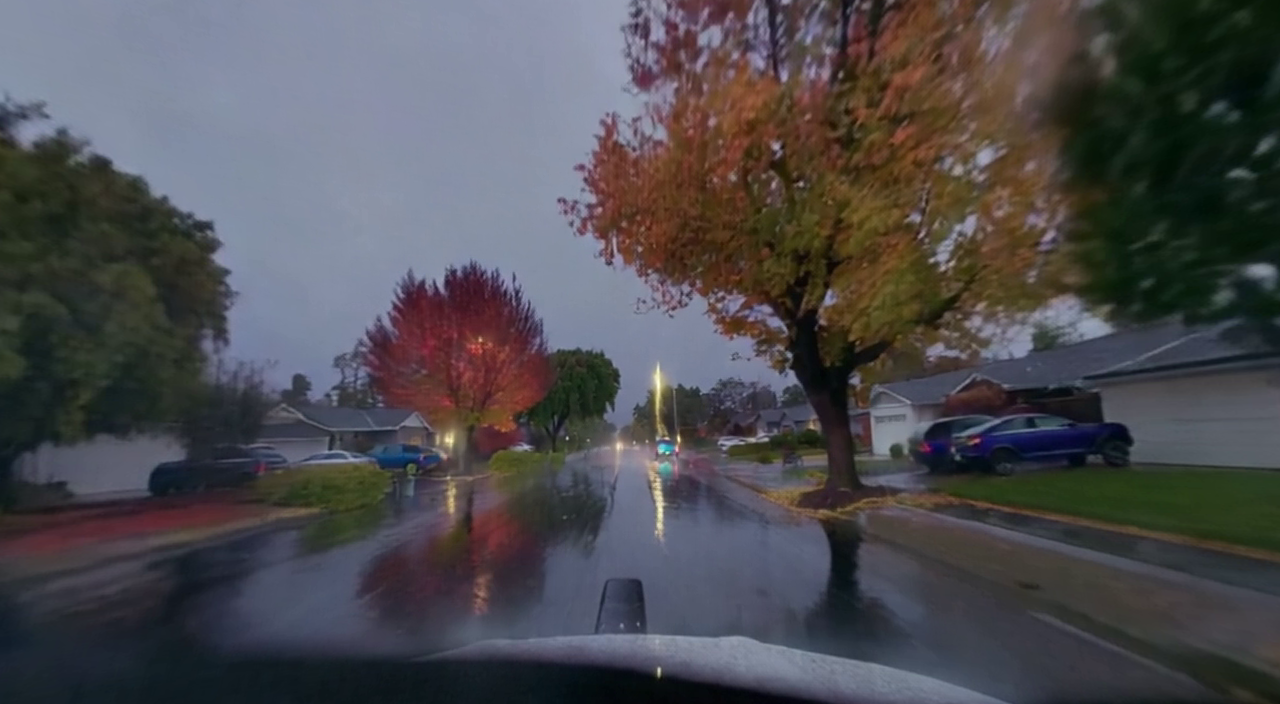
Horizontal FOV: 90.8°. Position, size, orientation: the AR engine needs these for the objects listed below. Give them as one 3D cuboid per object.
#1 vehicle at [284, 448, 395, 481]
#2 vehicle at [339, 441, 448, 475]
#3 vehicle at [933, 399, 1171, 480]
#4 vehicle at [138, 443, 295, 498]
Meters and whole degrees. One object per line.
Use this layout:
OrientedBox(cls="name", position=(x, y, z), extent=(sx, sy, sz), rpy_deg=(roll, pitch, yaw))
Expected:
OrientedBox(cls="vehicle", position=(-14.243, 5.334, 30.144), extent=(4.285, 1.483, 1.954), rpy_deg=(0, -9, 0))
OrientedBox(cls="vehicle", position=(-13.993, 6.036, 36.065), extent=(5.286, 1.847, 2.166), rpy_deg=(0, -9, 1))
OrientedBox(cls="vehicle", position=(10.636, 2.329, 16.690), extent=(4.582, 1.680, 2.223), rpy_deg=(-4, -9, 3))
OrientedBox(cls="vehicle", position=(-13.891, 3.872, 21.042), extent=(1.982, 1.596, 3.988), rpy_deg=(-2, -9, 12))
